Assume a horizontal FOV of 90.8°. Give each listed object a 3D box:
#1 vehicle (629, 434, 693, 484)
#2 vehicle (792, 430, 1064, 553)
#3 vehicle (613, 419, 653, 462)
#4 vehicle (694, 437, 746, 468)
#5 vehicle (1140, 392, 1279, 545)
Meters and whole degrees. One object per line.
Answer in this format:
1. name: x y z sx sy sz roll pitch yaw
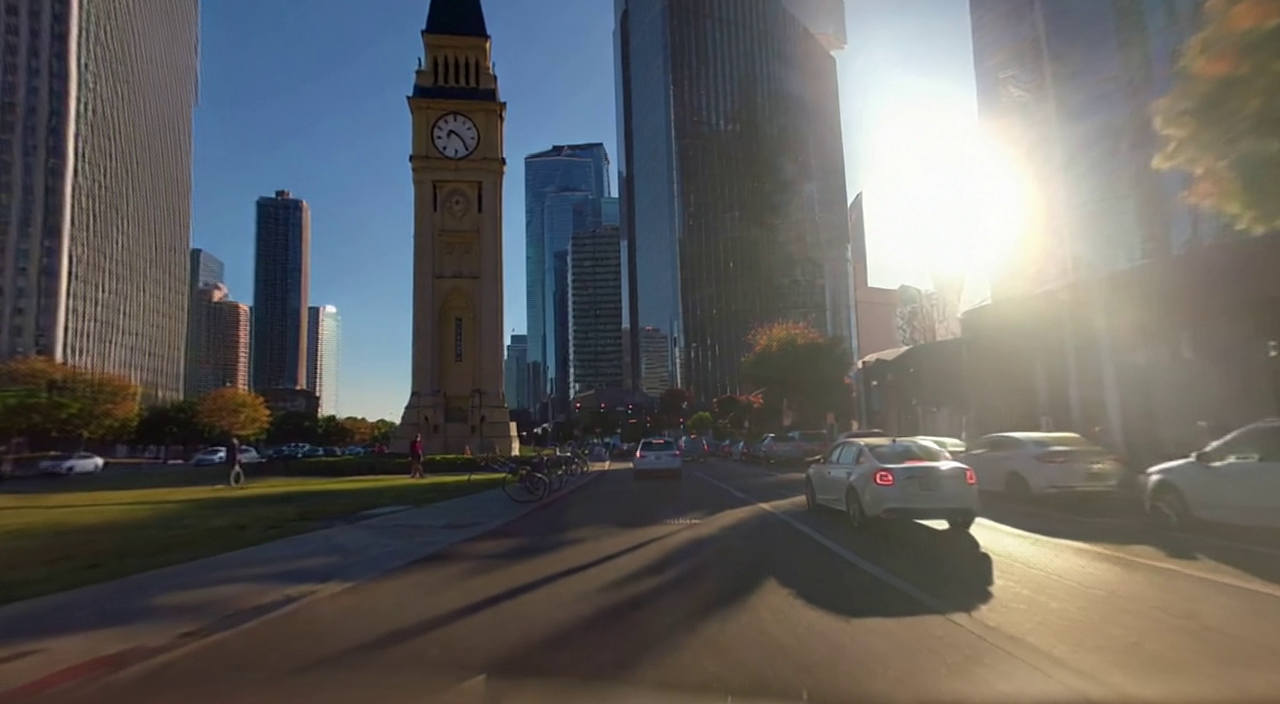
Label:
1. vehicle: 0.692 3.828 22.875 2.111 1.605 3.832 0 -8 0
2. vehicle: 4.162 2.089 10.266 2.116 1.500 4.702 0 -8 -1
3. vehicle: -0.620 6.440 45.617 2.400 2.872 6.053 0 -9 -5
4. vehicle: 4.338 5.561 34.985 1.981 1.572 4.718 0 -9 -4
5. vehicle: 9.230 1.458 7.868 2.041 1.941 4.884 -1 -8 2
